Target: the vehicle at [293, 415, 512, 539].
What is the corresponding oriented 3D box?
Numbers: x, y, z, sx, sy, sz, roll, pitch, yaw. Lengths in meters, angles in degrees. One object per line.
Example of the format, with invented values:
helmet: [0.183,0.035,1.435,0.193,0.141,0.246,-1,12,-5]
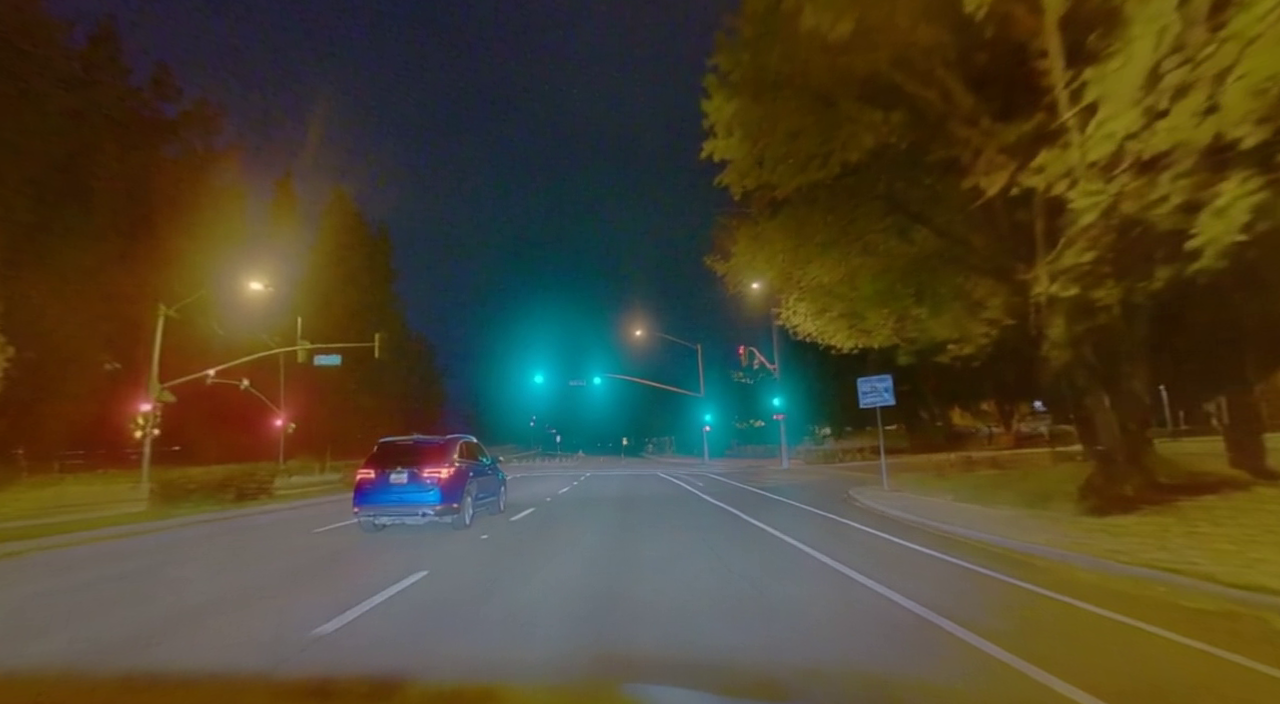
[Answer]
vehicle: [-3.797,2.096,11.166,2.121,1.724,4.392,0,-9,0]
